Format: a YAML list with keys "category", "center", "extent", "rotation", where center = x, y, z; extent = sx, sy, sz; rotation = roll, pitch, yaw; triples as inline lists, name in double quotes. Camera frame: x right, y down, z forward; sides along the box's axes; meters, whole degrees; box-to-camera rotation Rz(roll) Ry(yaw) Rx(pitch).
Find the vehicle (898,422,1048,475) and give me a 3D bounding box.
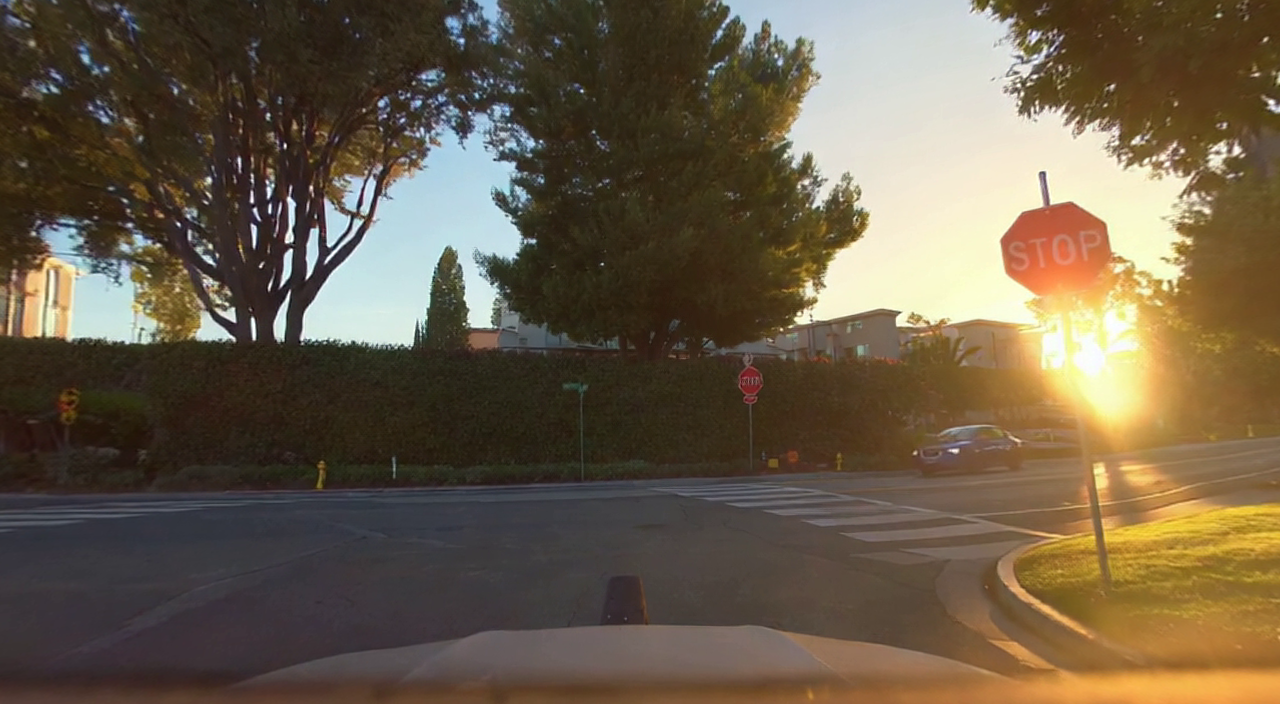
- category: "vehicle"
  center: [10.462, 3.012, 19.742]
  extent: [4.473, 1.474, 2.108]
  rotation: [5, -10, -32]
